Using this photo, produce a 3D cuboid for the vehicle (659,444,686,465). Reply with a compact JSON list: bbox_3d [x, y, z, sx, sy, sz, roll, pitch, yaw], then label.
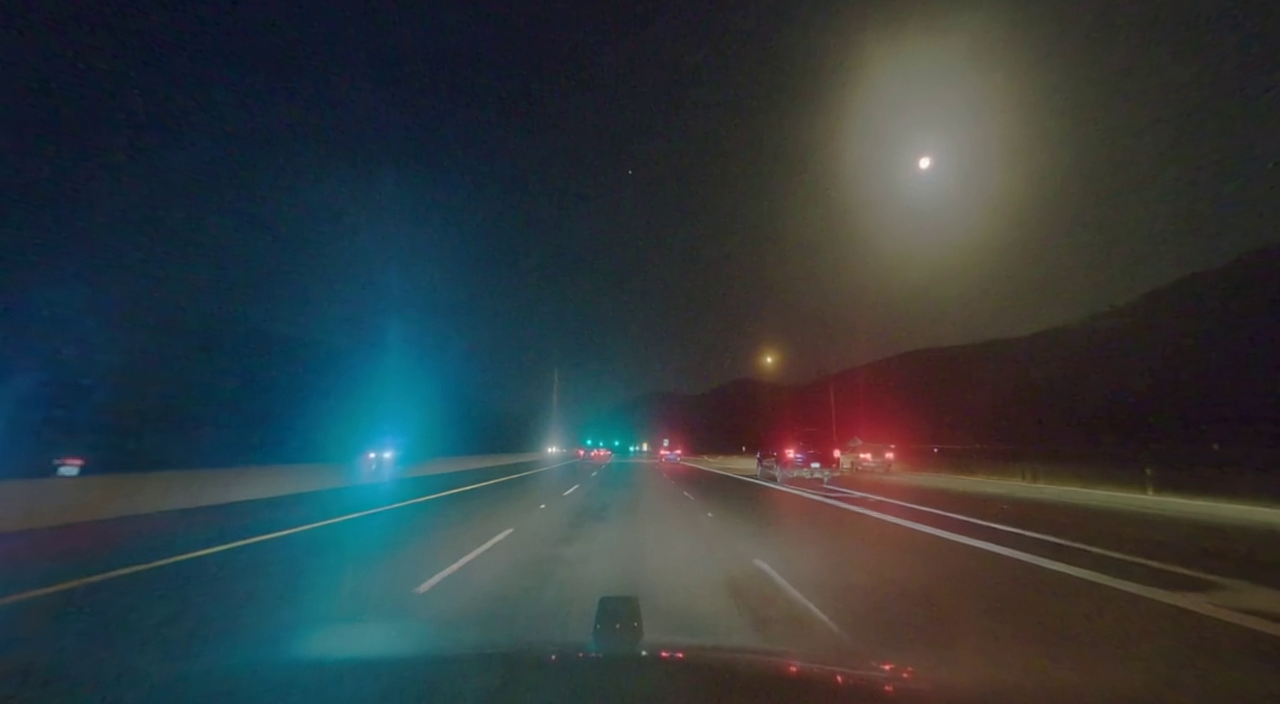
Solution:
[{"bbox_3d":[2.469,7.991,48.948,1.895,1.555,4.030,0,-9,0],"label":"vehicle"}]
